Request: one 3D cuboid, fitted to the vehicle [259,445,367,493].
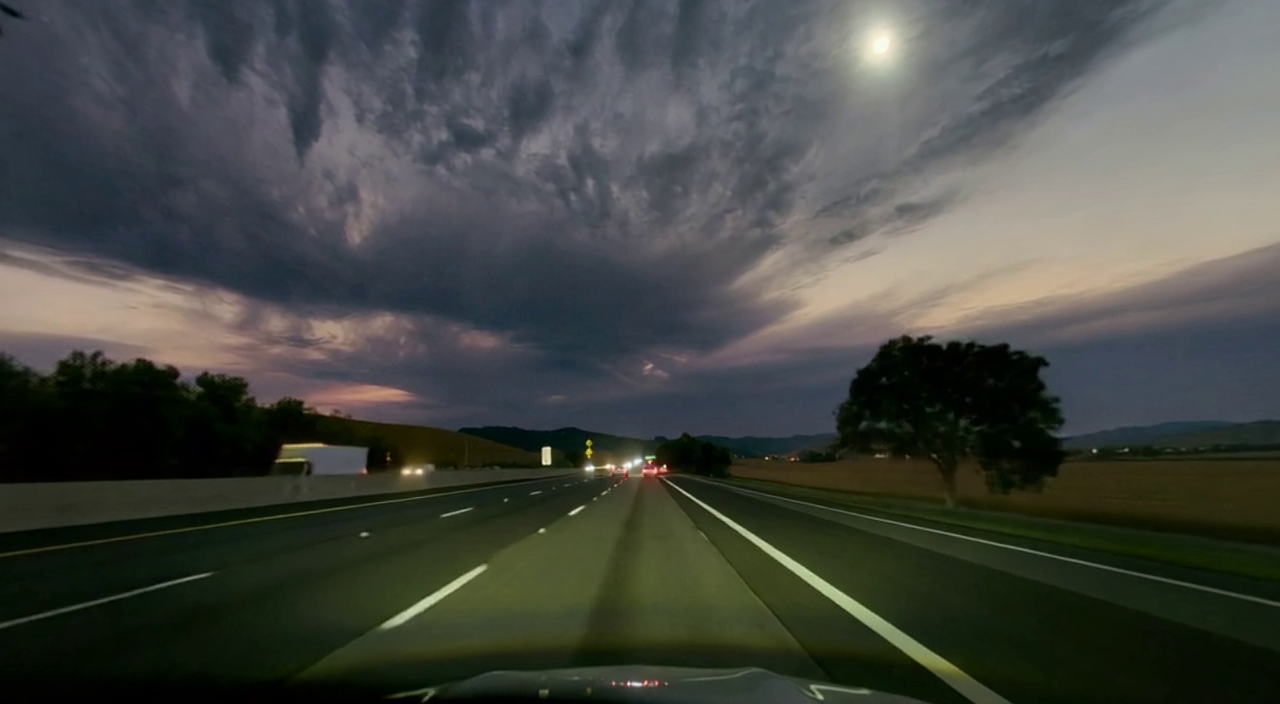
[{"bbox_3d":[-18.765,6.780,36.685,2.335,2.469,7.028,1,-10,1],"label":"vehicle"}]
